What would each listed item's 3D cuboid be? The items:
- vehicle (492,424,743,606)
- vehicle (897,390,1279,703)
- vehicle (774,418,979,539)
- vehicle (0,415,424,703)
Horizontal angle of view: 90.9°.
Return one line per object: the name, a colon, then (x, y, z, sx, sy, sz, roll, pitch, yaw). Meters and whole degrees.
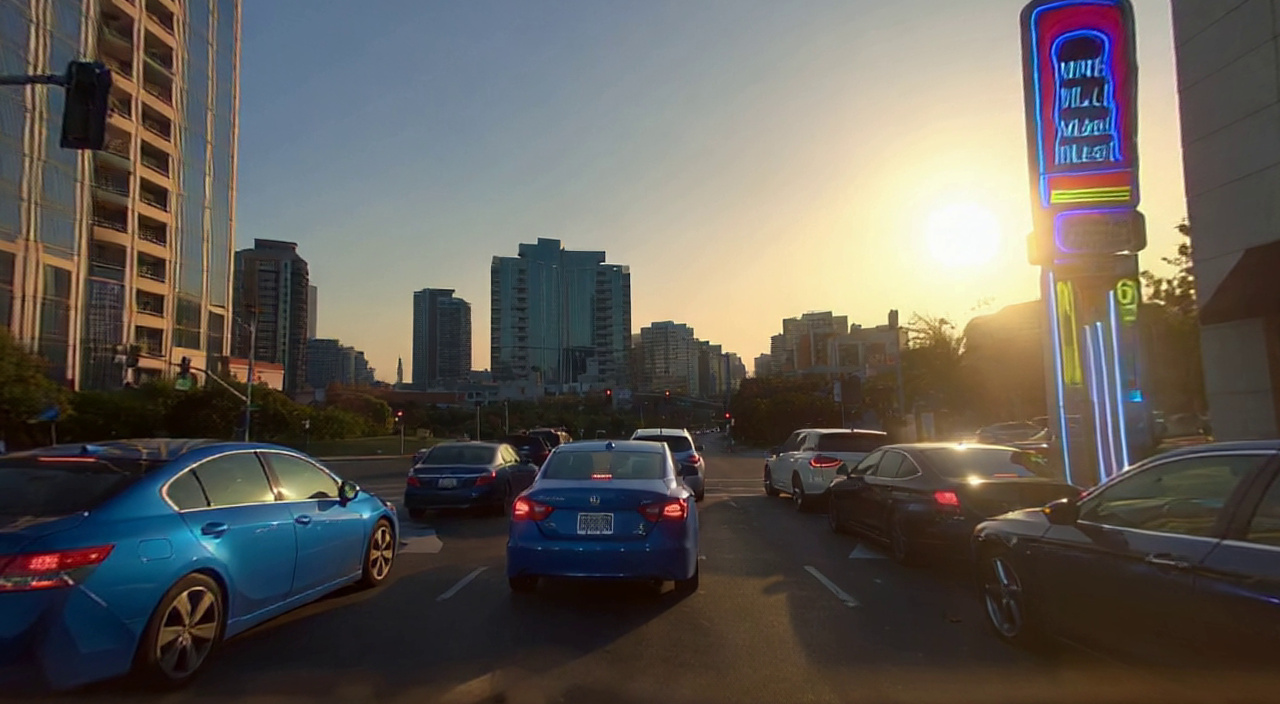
vehicle: (-0.170, 1.637, 7.234, 2.059, 1.477, 3.988, 0, -8, 0)
vehicle: (3.444, 1.107, 3.789, 1.981, 1.499, 4.536, -1, -8, 2)
vehicle: (3.777, 2.091, 11.007, 2.007, 1.683, 4.171, 0, -8, 1)
vehicle: (-3.403, 1.307, 4.749, 1.980, 1.454, 4.226, 0, -8, 1)
